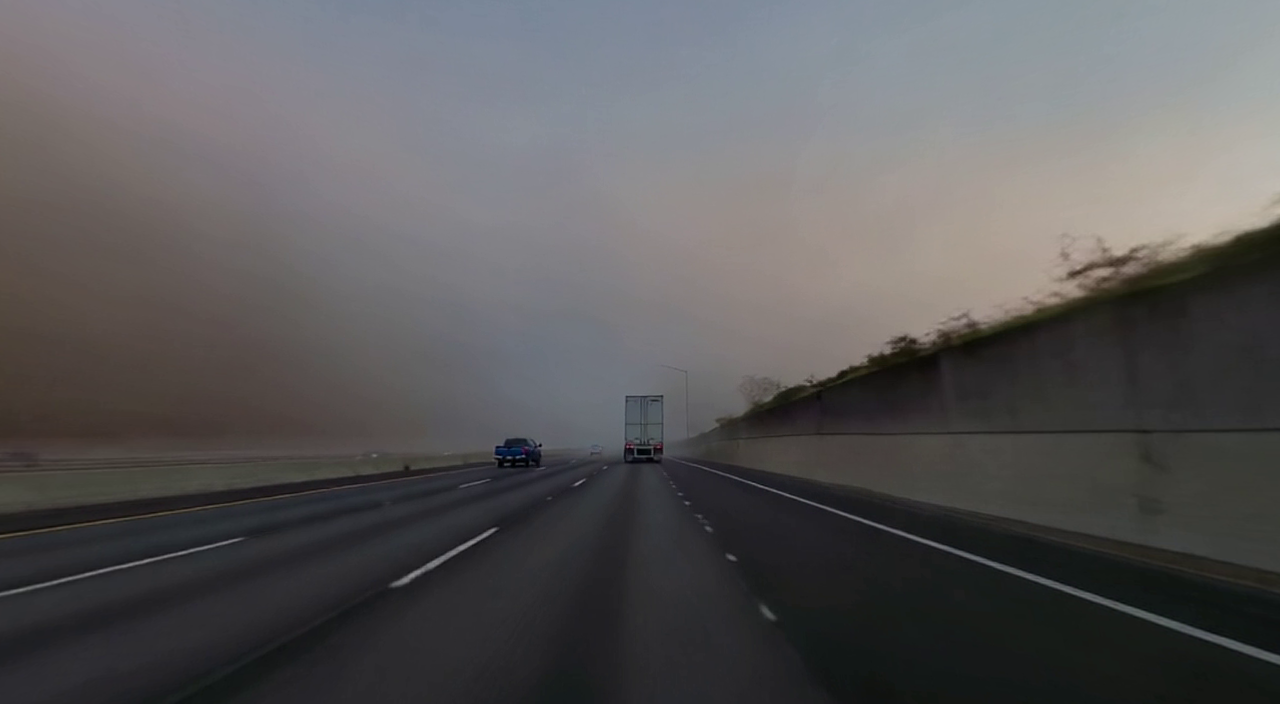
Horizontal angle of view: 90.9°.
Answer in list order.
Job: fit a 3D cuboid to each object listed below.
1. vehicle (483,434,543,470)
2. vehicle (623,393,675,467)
[{"bbox_3d":[-6.994,5.566,35.434,2.113,1.837,5.339,0,-8,1],"label":"vehicle"},{"bbox_3d":[0.578,5.610,44.159,2.951,4.229,15.519,0,-8,0],"label":"vehicle"}]
